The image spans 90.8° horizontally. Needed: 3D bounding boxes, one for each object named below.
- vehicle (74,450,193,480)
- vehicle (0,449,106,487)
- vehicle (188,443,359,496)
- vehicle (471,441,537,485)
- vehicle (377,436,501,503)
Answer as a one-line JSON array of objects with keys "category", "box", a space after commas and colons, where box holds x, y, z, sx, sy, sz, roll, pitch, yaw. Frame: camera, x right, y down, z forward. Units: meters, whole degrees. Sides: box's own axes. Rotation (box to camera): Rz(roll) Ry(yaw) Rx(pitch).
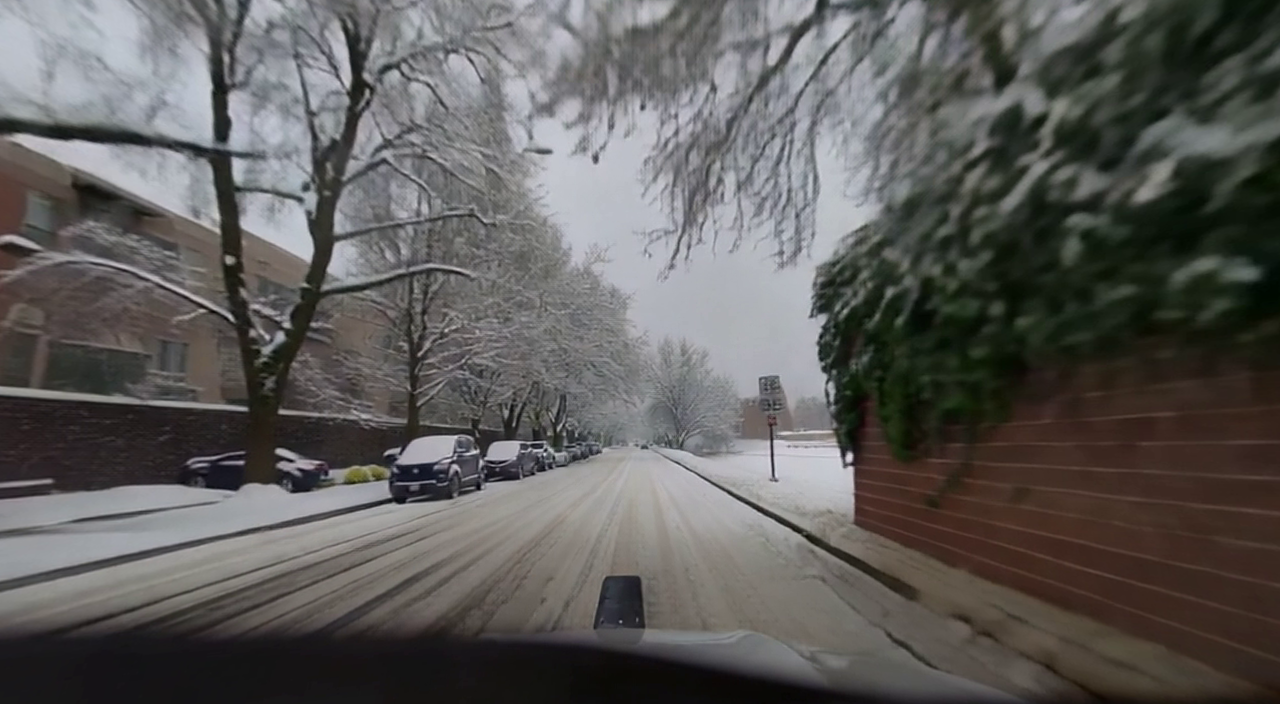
[{"category": "vehicle", "box": [-26.051, 5.811, 32.610, 4.557, 1.464, 1.901, -1, -8, 2]}, {"category": "vehicle", "box": [-26.219, 5.019, 27.377, 4.317, 1.534, 1.904, 0, -8, 0]}, {"category": "vehicle", "box": [-13.319, 4.266, 23.196, 4.991, 1.692, 1.960, 1, -8, 0]}, {"category": "vehicle", "box": [-6.298, 5.145, 29.837, 2.009, 1.820, 4.821, 1, -8, 1]}, {"category": "vehicle", "box": [-6.219, 3.654, 20.444, 2.109, 1.847, 5.553, 0, -8, 1]}]
